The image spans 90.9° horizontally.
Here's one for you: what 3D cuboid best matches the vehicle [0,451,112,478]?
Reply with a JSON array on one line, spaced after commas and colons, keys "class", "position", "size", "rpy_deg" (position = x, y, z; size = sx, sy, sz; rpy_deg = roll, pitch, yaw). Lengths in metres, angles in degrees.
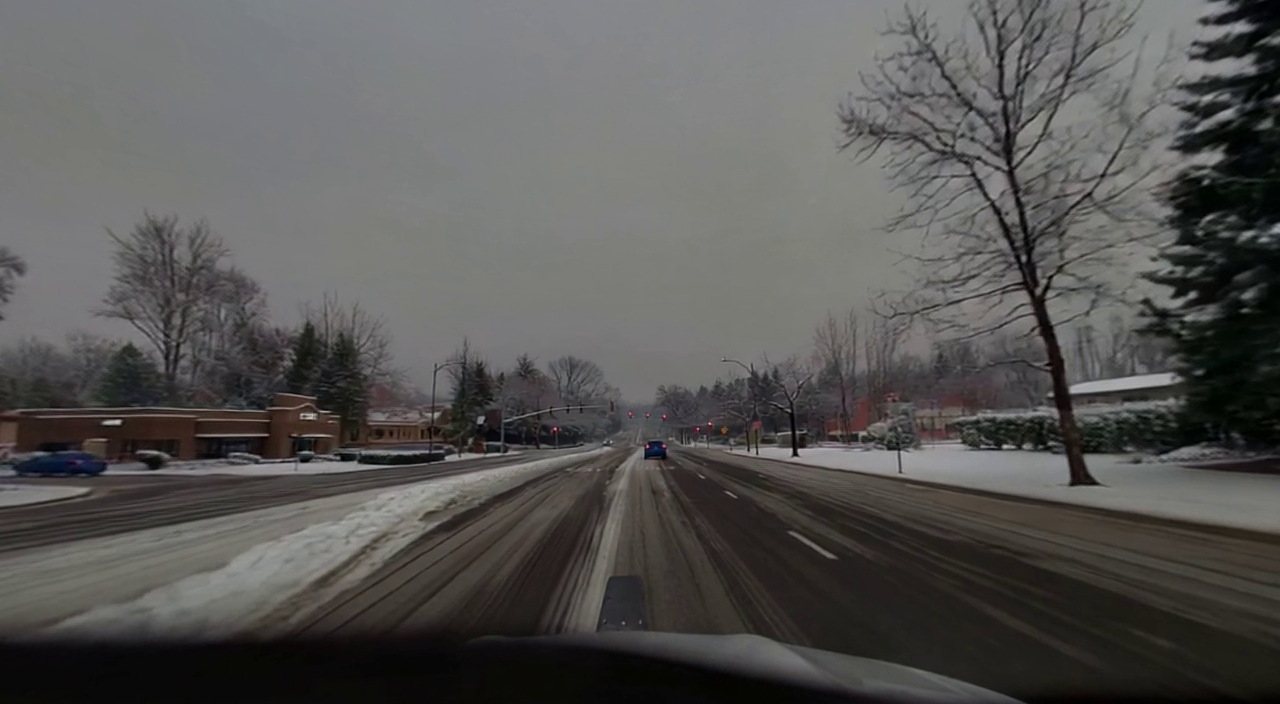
[{"class": "vehicle", "position": [-32.696, 6.296, 35.346], "size": [4.438, 1.440, 1.782], "rpy_deg": [0, -8, -2]}]
